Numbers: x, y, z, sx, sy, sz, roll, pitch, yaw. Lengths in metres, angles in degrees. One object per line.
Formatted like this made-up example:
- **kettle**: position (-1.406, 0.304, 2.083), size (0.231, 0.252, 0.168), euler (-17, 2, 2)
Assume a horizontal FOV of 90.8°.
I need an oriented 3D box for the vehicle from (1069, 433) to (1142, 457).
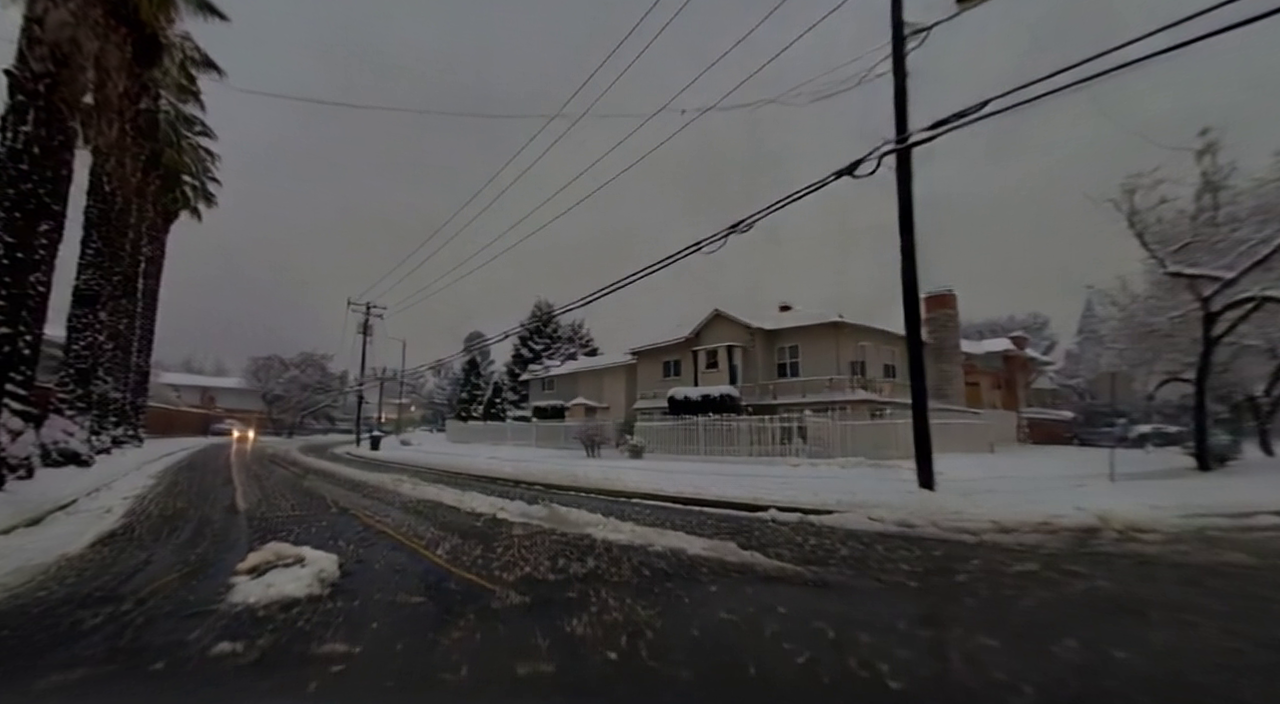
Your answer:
- **vehicle**: position (30.547, 6.114, 41.481), size (3.581, 1.474, 1.702), euler (-7, -11, 42)
